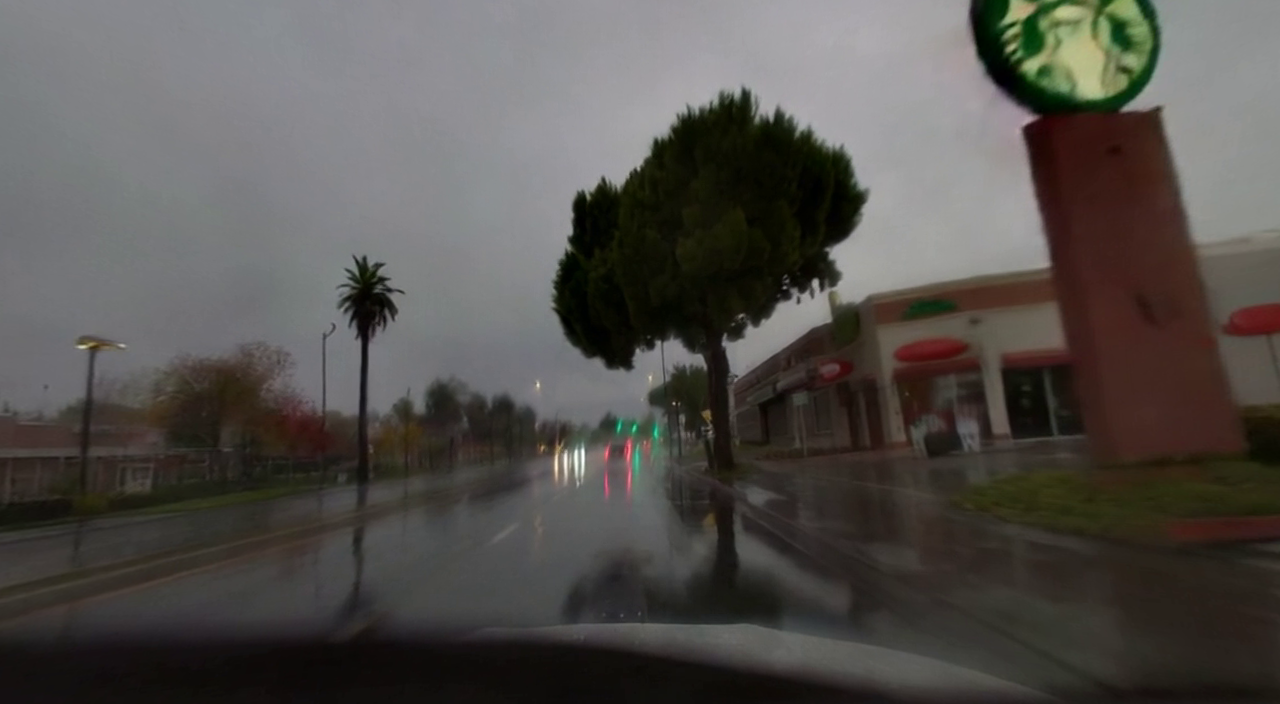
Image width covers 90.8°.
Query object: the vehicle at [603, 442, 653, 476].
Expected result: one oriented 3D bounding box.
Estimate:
[{"bbox_3d":[-0.550,4.934,29.542,2.156,1.462,4.495,0,-8,0],"label":"vehicle"}]
